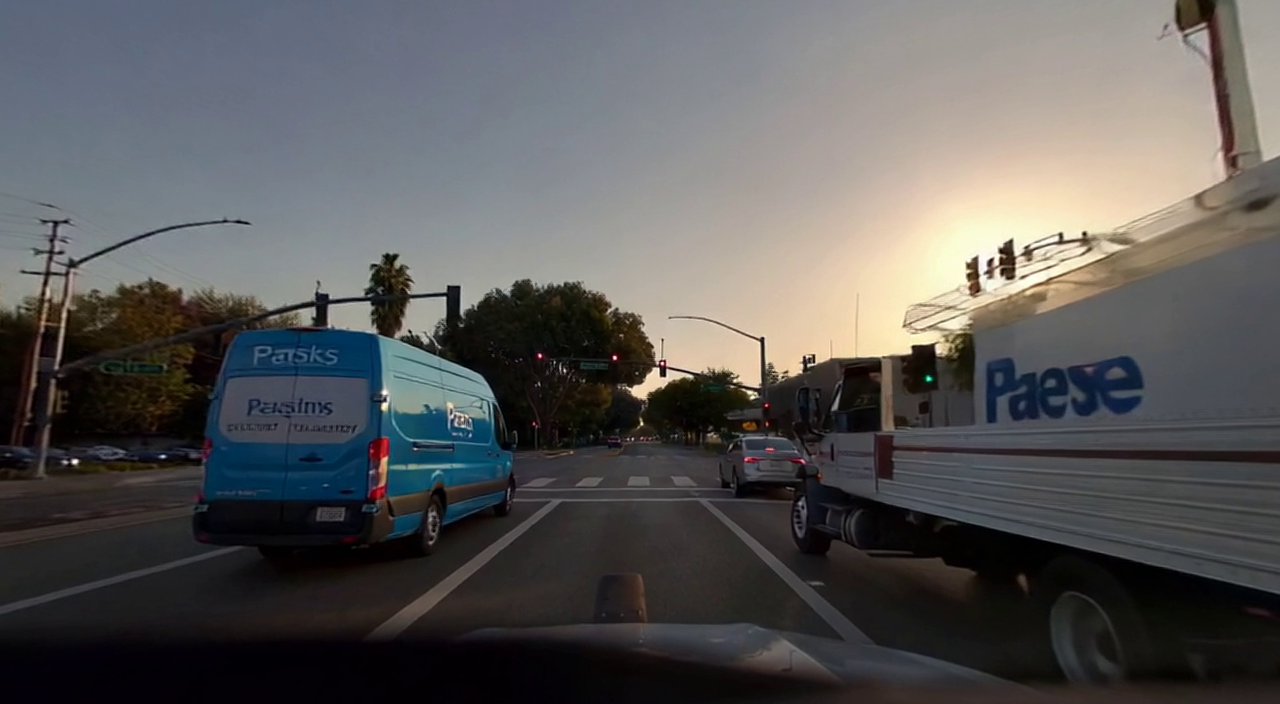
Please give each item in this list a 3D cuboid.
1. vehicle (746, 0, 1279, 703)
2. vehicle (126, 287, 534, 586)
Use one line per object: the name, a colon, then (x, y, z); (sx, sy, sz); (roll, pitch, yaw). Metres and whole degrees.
vehicle: (3.183, 0.231, 5.081); (2.861, 3.525, 9.858); (0, -9, 0)
vehicle: (-3.413, 1.243, 9.172); (2.443, 2.784, 6.493); (0, -9, 1)
